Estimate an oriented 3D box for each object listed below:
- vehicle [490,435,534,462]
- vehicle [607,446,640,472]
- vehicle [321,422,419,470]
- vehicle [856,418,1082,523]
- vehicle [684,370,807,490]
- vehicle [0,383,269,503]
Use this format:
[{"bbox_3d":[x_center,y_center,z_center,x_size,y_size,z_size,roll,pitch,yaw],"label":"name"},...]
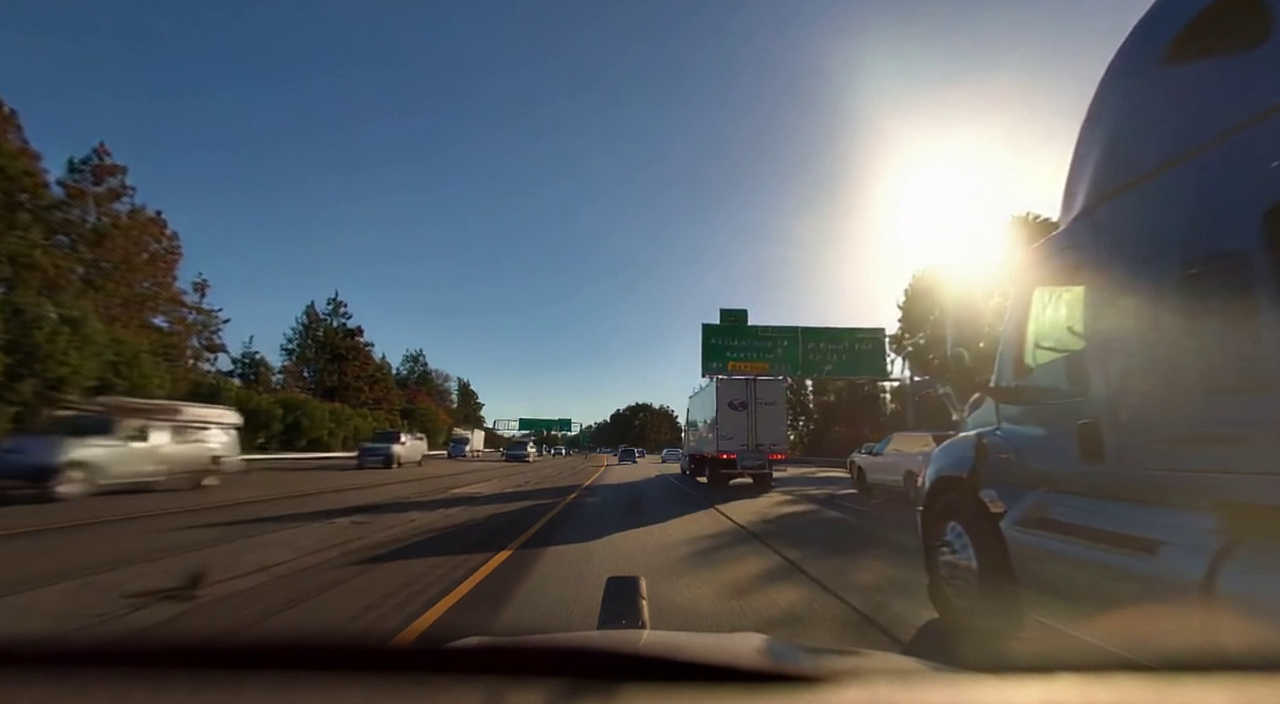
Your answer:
[{"bbox_3d":[-9.341,7.103,46.398,2.221,1.825,4.781,0,-9,-1],"label":"vehicle"},{"bbox_3d":[-1.095,7.035,41.482,2.111,1.599,3.859,0,-9,-2],"label":"vehicle"},{"bbox_3d":[-12.204,4.351,29.025,2.154,2.002,5.366,0,-9,0],"label":"vehicle"},{"bbox_3d":[6.825,2.534,13.964,2.128,1.872,5.043,0,-9,-2],"label":"vehicle"},{"bbox_3d":[4.000,3.686,28.140,2.890,4.006,14.039,0,-9,-1],"label":"vehicle"},{"bbox_3d":[-8.712,1.577,10.814,2.011,1.632,4.371,0,-9,0],"label":"vehicle"}]
